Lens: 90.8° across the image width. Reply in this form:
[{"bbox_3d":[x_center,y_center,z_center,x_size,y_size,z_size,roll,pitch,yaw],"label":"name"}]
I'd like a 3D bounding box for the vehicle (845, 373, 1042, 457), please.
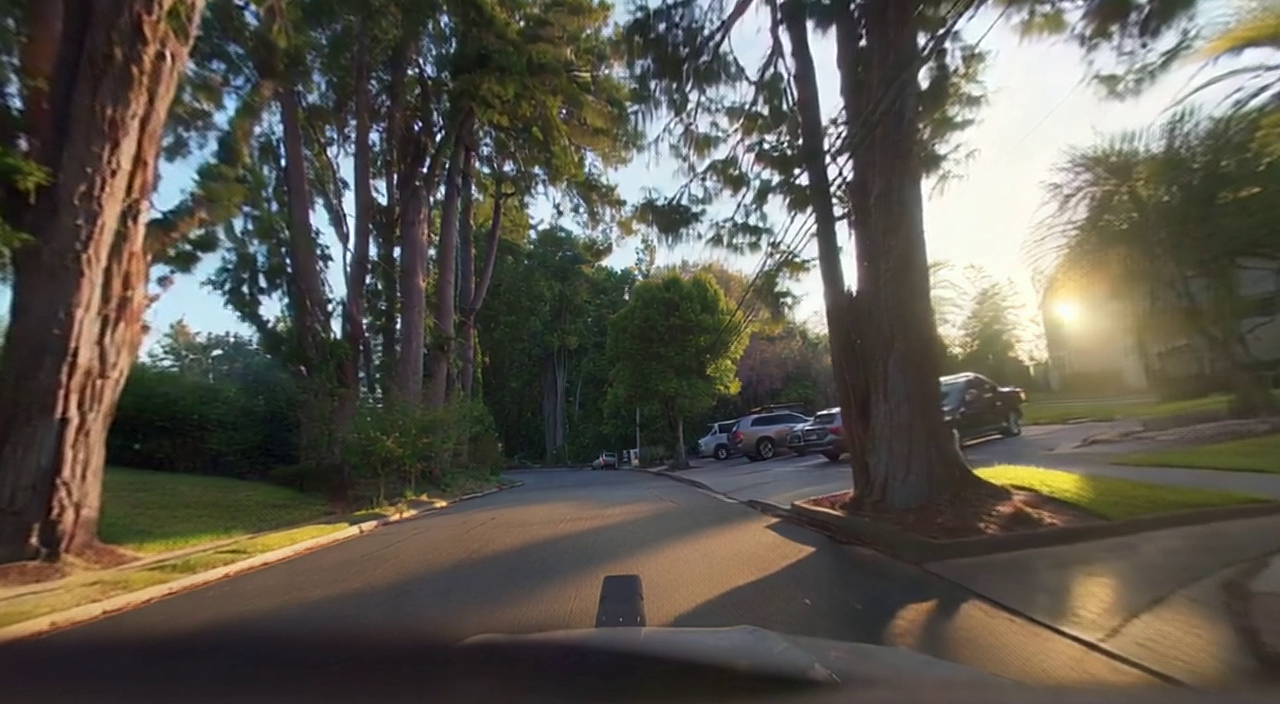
[{"bbox_3d":[8.052,1.719,16.764,4.780,1.984,1.896,3,-9,-23],"label":"vehicle"}]
